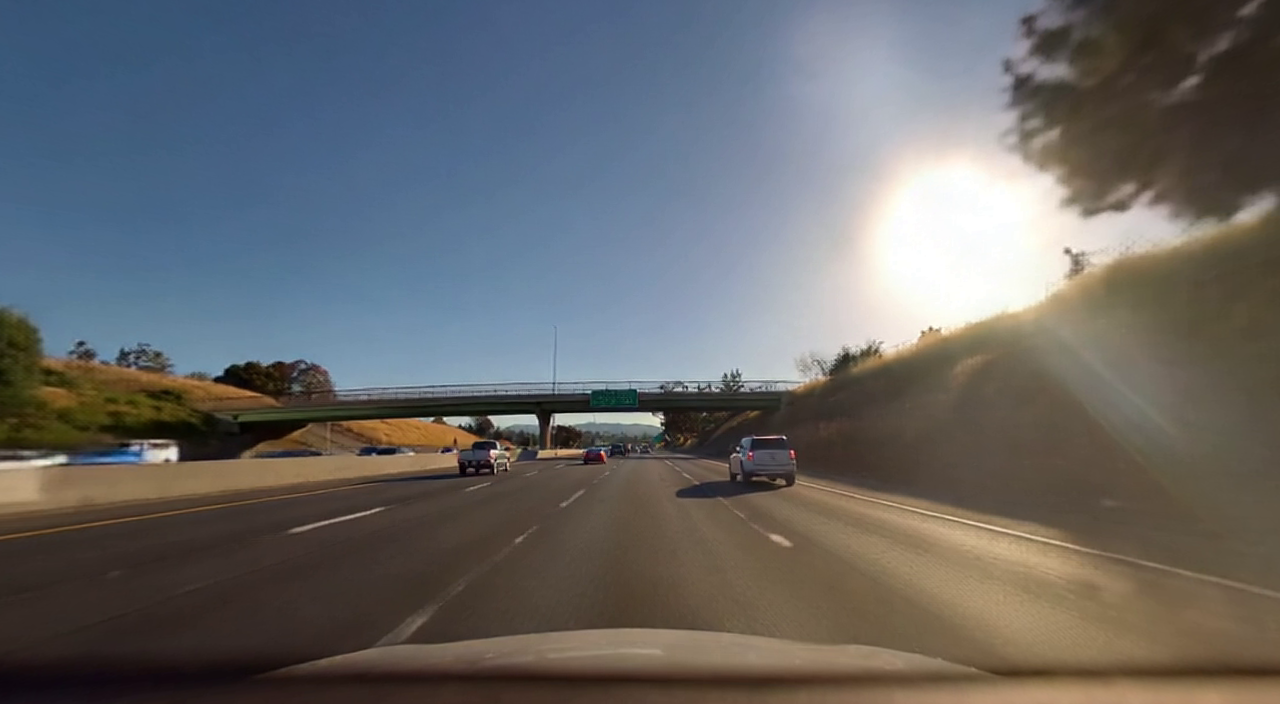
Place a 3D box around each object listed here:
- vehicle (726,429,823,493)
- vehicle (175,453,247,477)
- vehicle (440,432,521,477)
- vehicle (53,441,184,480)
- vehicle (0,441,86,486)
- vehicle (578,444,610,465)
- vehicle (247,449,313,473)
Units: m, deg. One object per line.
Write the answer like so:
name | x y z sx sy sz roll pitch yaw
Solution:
vehicle | 3.949 3.301 19.331 1.990 1.735 4.276 0 -9 -1
vehicle | -28.954 7.613 42.697 1.801 1.493 4.345 0 -9 0
vehicle | -7.648 4.992 30.925 2.341 1.959 5.684 0 -9 1
vehicle | -25.296 5.275 30.858 2.090 1.746 5.035 0 -9 0
vehicle | -28.885 5.010 28.488 2.241 1.906 5.939 0 -9 -1
vehicle | -3.540 7.978 49.010 2.067 1.528 4.551 0 -9 1
vehicle | -25.373 7.673 44.570 1.914 1.556 4.594 0 -9 0
